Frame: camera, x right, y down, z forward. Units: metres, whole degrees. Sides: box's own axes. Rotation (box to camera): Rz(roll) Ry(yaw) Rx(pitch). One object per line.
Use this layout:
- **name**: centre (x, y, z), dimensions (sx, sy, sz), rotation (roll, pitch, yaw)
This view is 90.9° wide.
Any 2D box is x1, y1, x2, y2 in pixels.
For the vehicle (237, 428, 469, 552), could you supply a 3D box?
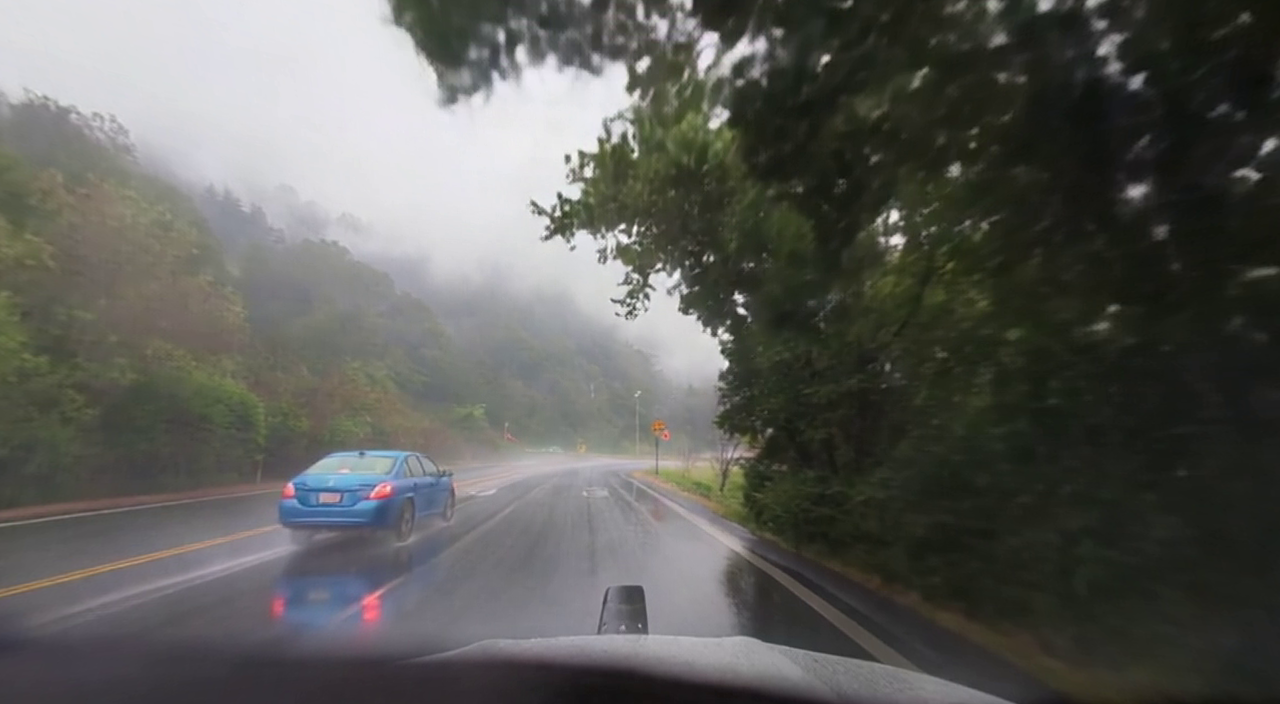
- **vehicle**: centre (-4.352, 2.143, 10.419), dimensions (2.078, 1.607, 3.959), rotation (0, -9, -2)
